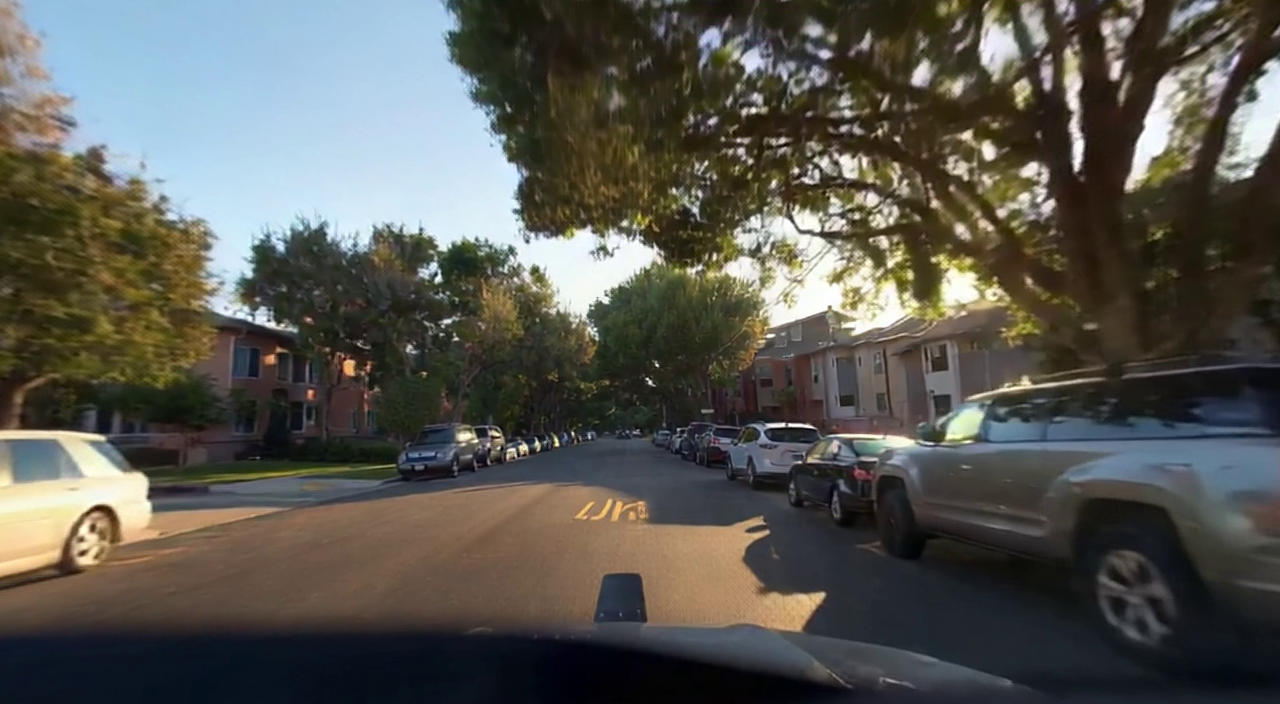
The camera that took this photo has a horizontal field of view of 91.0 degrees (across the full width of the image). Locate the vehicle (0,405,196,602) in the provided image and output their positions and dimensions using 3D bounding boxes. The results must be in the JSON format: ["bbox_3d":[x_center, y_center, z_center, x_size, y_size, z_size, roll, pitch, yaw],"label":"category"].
[{"bbox_3d":[-7.070,1.471,5.913,2.235,1.802,5.138,-2,-9,-3],"label":"vehicle"}]

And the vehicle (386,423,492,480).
[{"bbox_3d":[-7.501,3.832,24.184,2.384,1.781,5.492,-3,-9,-1],"label":"vehicle"}]

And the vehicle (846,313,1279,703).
[{"bbox_3d":[4.165,1.187,5.749,2.365,1.970,6.011,0,-8,-2],"label":"vehicle"}]
